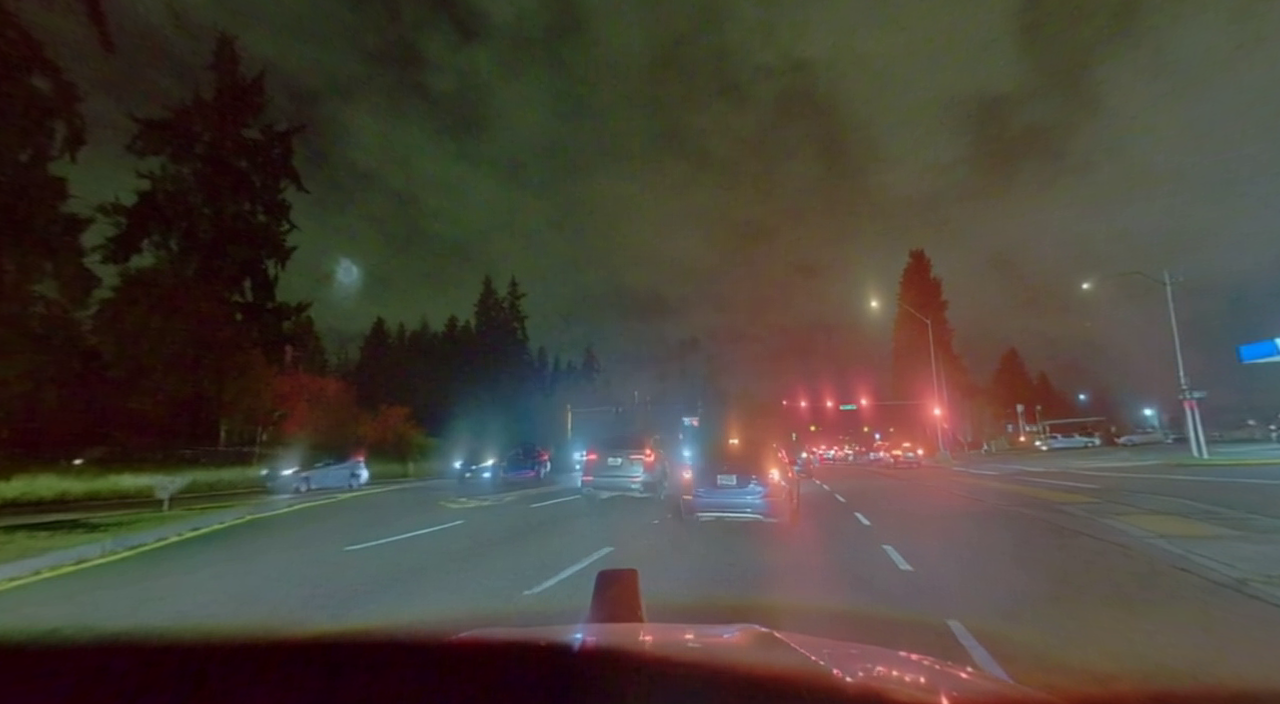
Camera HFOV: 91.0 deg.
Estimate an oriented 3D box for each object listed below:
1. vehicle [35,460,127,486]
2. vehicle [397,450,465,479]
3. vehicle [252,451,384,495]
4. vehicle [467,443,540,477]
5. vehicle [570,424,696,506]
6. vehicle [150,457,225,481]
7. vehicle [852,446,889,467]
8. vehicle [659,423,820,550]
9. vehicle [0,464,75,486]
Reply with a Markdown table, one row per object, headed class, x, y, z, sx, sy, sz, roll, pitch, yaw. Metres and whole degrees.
| class | x | y | z | sx | sy | sz | roll | pitch | yaw |
| --- | --- | --- | --- | --- | --- | --- | --- | --- | --- |
| vehicle | -34.758 | 7.510 | 39.180 | 4.384 | 1.490 | 2.031 | -2 | -8 | 14 |
| vehicle | -12.933 | 6.960 | 39.243 | 1.926 | 1.693 | 4.445 | -2 | -9 | 13 |
| vehicle | -12.691 | 4.753 | 25.266 | 1.894 | 1.528 | 4.849 | -2 | -9 | 14 |
| vehicle | -7.245 | 5.769 | 33.860 | 2.088 | 1.693 | 4.491 | -2 | -9 | 12 |
| vehicle | 0.024 | 2.826 | 16.195 | 2.102 | 1.774 | 4.662 | -2 | -9 | 14 |
| vehicle | -32.439 | 8.349 | 45.113 | 4.507 | 1.533 | 1.999 | -3 | -9 | 18 |
| vehicle | 16.914 | 7.655 | 46.391 | 1.916 | 1.462 | 4.487 | -2 | -9 | 12 |
| vehicle | 1.772 | 2.023 | 10.163 | 2.060 | 1.580 | 3.980 | -2 | -9 | 15 |
| vehicle | -42.361 | 8.582 | 44.128 | 1.603 | 1.398 | 3.616 | -5 | -10 | 26 |
